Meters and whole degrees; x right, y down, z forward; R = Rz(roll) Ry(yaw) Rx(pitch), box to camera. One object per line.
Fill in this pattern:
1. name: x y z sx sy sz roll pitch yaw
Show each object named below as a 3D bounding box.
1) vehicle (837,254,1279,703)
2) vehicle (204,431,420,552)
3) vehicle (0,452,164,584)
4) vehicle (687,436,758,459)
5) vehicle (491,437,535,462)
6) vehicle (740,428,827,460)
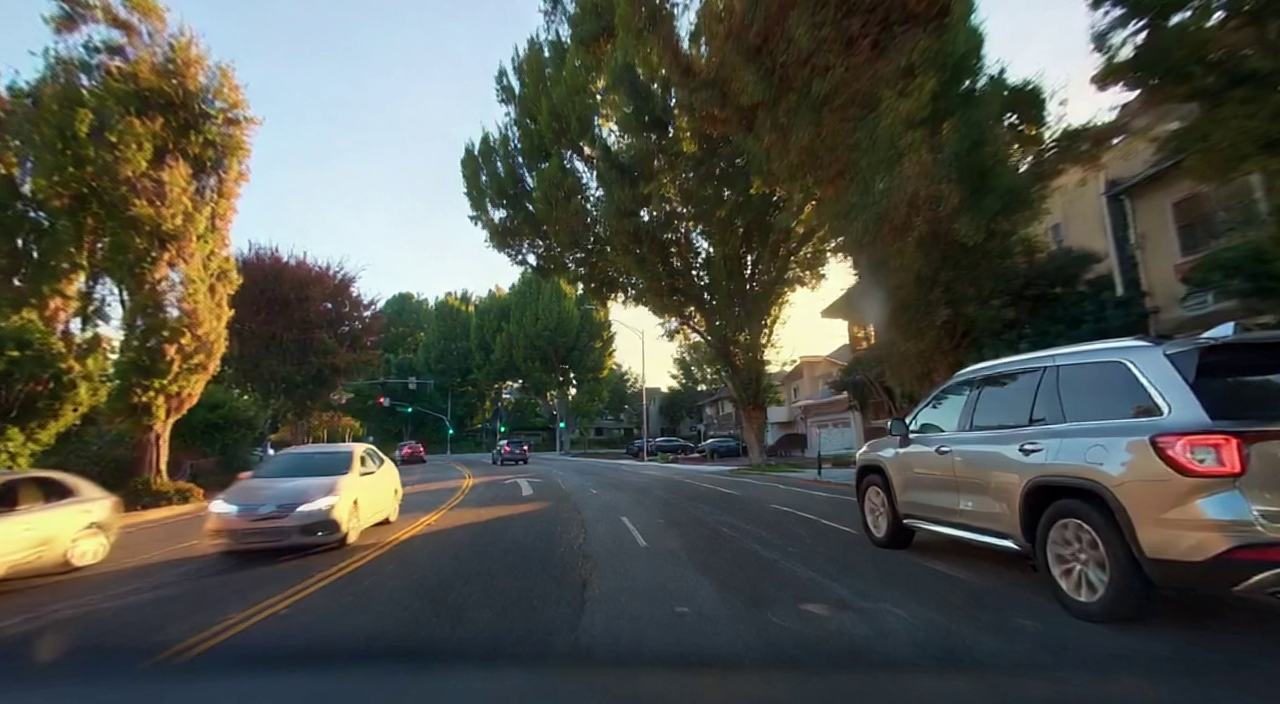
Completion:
1. vehicle: 3.810 0.991 5.429 2.338 2.063 5.592 0 -8 -1
2. vehicle: -5.131 2.183 10.578 1.950 1.588 3.929 1 -9 -8
3. vehicle: -8.440 2.012 7.744 1.984 1.472 4.600 1 -9 -7
4. vehicle: 5.699 6.613 43.695 4.426 1.461 1.996 3 -9 -24
5. vehicle: -9.405 7.141 46.425 2.138 1.729 4.178 4 -10 -27
6. vehicle: 8.615 5.576 38.026 4.656 1.710 1.950 0 -9 -16
